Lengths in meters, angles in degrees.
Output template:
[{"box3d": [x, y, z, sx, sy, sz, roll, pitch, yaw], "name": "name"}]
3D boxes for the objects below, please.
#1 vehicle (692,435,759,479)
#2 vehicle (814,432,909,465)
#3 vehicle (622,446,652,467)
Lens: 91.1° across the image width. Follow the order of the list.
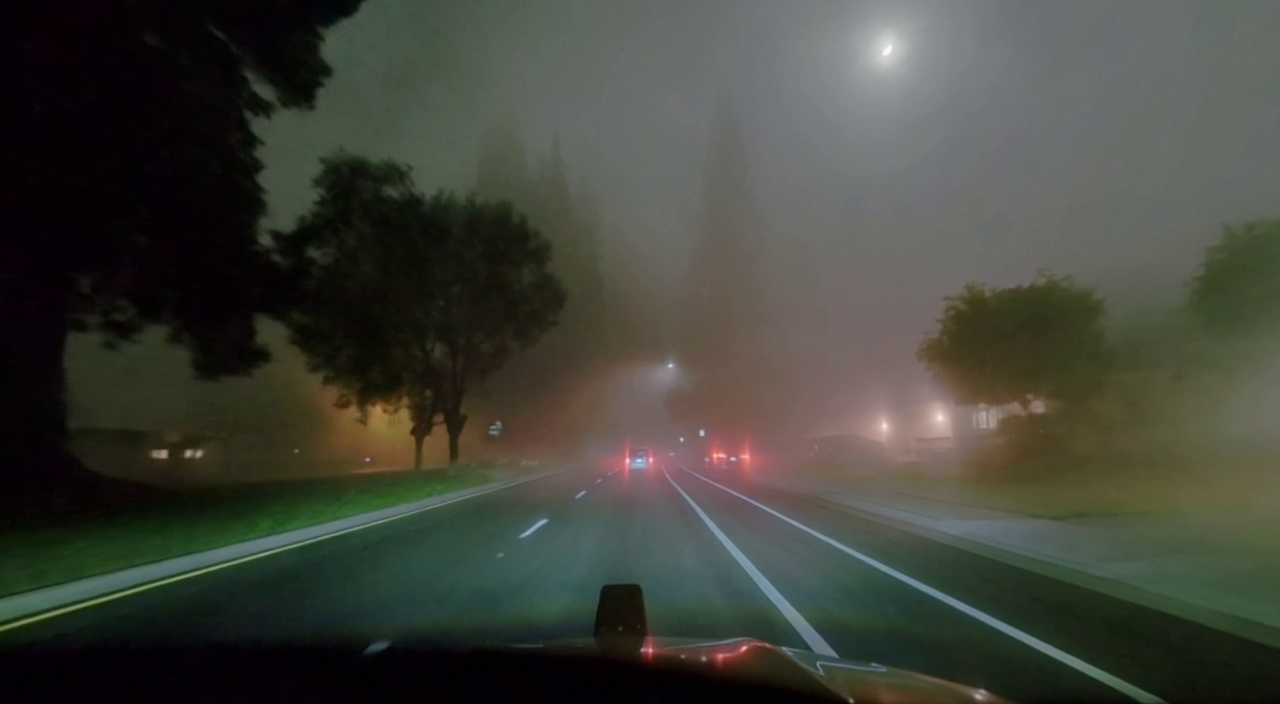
[{"box3d": [3.855, 4.864, 29.301, 2.203, 1.828, 5.336, 0, -9, -2], "name": "vehicle"}, {"box3d": [12.778, 5.573, 36.438, 4.694, 1.622, 2.067, -2, -7, 1], "name": "vehicle"}, {"box3d": [-0.185, 7.574, 45.554, 2.054, 1.456, 4.003, 0, -9, 0], "name": "vehicle"}]
